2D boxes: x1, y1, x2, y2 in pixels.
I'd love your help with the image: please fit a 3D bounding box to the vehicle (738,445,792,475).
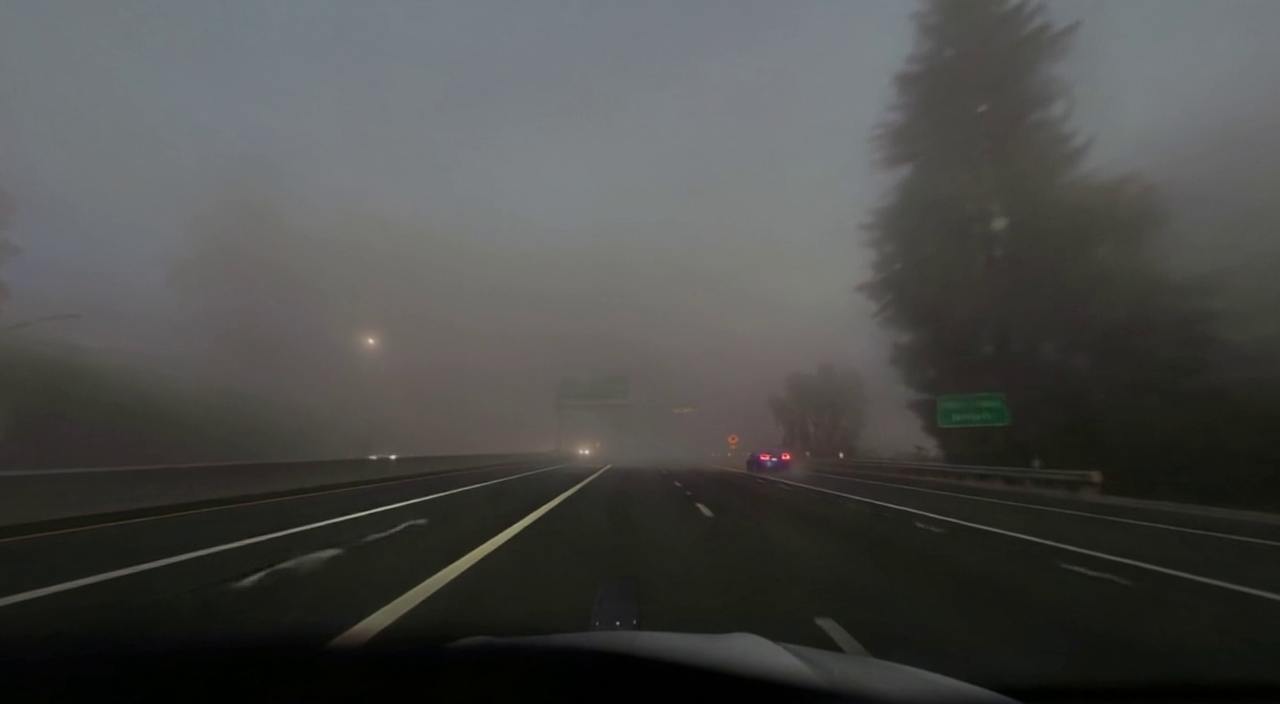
[{"bbox_3d":[6.883,5.969,35.188,1.958,1.498,4.447,0,-8,-2],"label":"vehicle"}]
